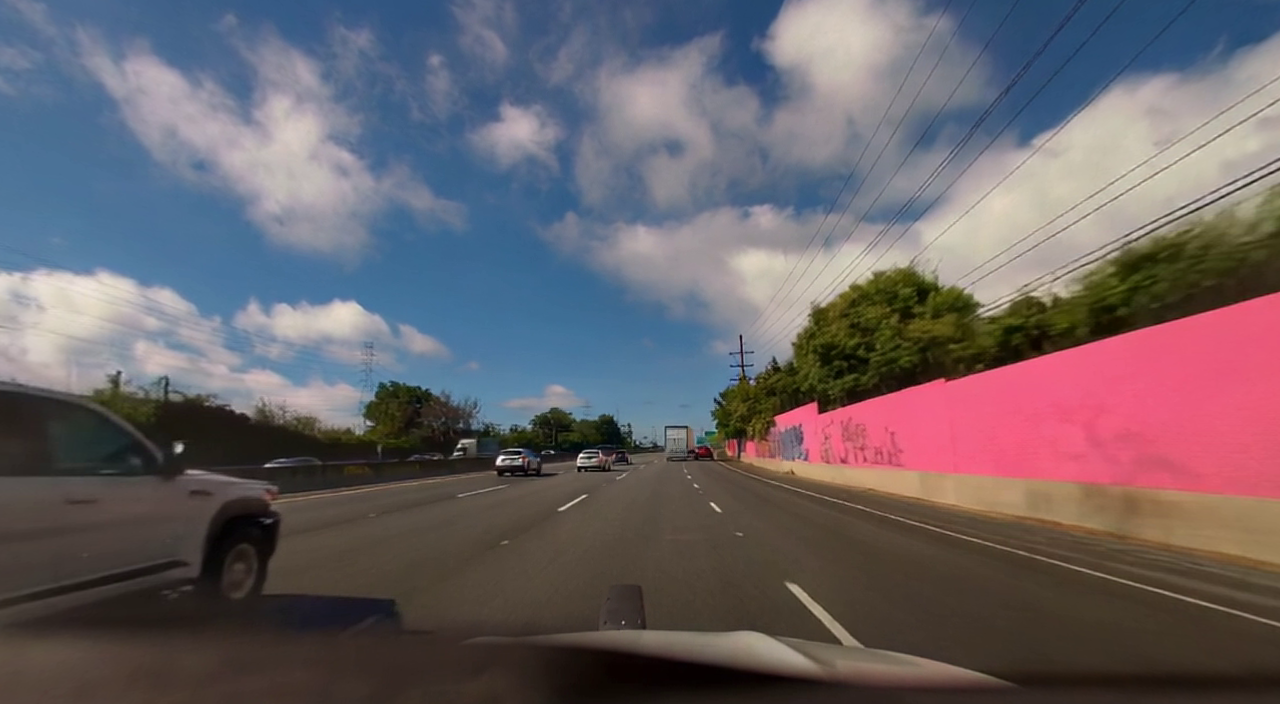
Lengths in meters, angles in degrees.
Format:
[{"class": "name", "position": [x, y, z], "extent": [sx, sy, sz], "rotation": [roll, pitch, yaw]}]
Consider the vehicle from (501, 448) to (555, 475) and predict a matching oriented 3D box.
[{"class": "vehicle", "position": [-6.650, 6.538, 37.950], "extent": [2.142, 1.503, 4.767], "rotation": [-1, -9, 3]}]

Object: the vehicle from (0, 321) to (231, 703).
[{"class": "vehicle", "position": [-3.814, 0.665, 1.712], "extent": [2.136, 1.865, 4.722], "rotation": [-1, -9, 1]}]

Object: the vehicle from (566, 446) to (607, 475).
[{"class": "vehicle", "position": [-3.085, 6.371, 37.246], "extent": [1.966, 1.565, 3.766], "rotation": [-1, -9, 2]}]

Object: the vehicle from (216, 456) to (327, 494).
[{"class": "vehicle", "position": [-16.110, 5.383, 27.892], "extent": [1.923, 1.459, 4.561], "rotation": [-1, -9, 4]}]
